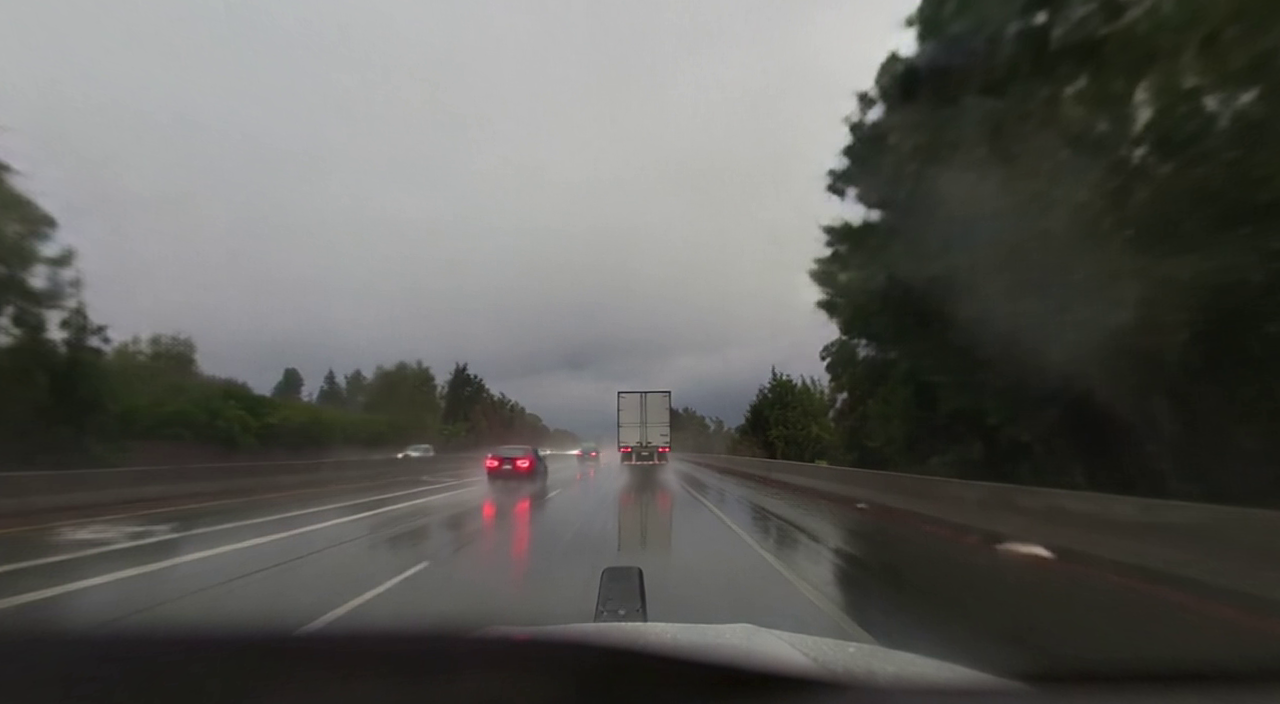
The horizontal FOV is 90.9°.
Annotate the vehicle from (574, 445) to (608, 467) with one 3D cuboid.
[{"bbox_3d":[-3.674,7.909,47.955,2.074,1.546,4.946,0,-9,1],"label":"vehicle"}]

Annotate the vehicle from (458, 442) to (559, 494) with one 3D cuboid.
[{"bbox_3d":[-4.125,3.756,20.760,2.206,1.478,4.824,0,-9,1],"label":"vehicle"}]

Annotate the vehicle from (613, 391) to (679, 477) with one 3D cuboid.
[{"bbox_3d":[0.203,4.433,33.136,2.959,3.828,9.617,0,-9,-1],"label":"vehicle"}]
